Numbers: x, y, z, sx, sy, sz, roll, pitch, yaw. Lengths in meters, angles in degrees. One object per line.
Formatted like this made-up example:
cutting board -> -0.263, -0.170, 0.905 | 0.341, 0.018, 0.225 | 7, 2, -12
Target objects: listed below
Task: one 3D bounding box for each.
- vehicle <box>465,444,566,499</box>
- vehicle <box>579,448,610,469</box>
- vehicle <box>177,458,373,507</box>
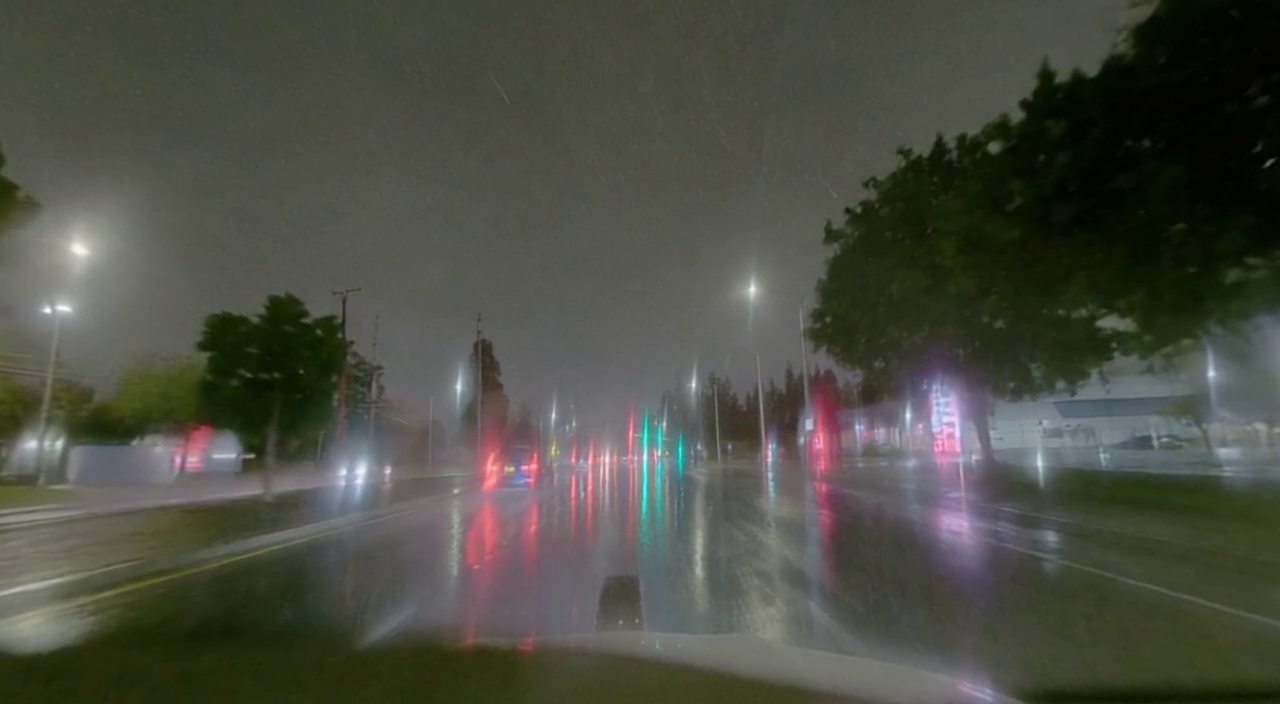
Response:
vehicle -> -3.560, 3.496, 18.868 | 2.076, 1.444, 4.328 | 0, -9, 1
vehicle -> -3.500, 8.257, 48.991 | 2.039, 1.479, 4.257 | 0, -9, 1
vehicle -> -7.976, 2.871, 14.161 | 2.700, 0.905, 2.928 | 0, -9, -2
